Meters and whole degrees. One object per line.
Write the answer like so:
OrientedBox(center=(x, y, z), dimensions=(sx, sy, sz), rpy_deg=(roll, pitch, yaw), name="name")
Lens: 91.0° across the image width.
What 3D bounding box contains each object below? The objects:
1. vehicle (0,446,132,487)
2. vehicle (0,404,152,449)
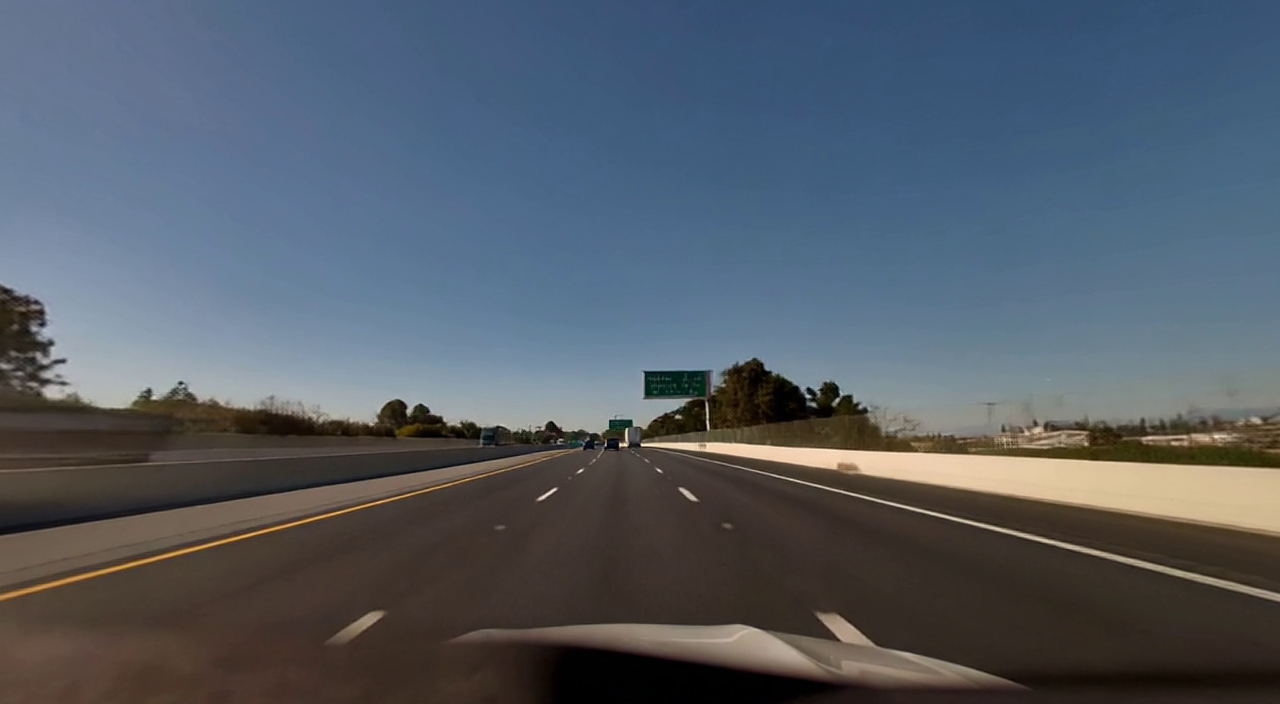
OrientedBox(center=(-17.219, 3.136, 17.446), dimensions=(2.308, 0.982, 4.771), rpy_deg=(-1, -8, 1), name="vehicle")
OrientedBox(center=(-17.223, 2.294, 18.914), dimensions=(1.683, 1.216, 4.295), rpy_deg=(0, -8, 0), name="vehicle")
